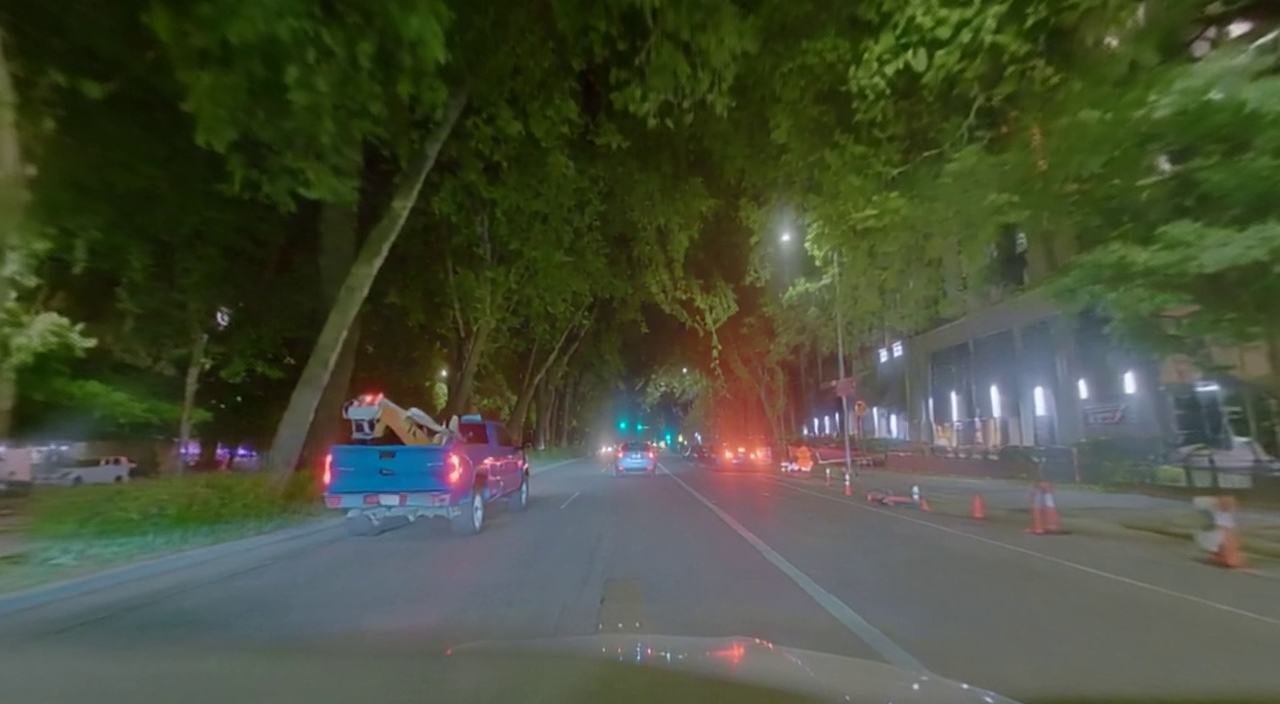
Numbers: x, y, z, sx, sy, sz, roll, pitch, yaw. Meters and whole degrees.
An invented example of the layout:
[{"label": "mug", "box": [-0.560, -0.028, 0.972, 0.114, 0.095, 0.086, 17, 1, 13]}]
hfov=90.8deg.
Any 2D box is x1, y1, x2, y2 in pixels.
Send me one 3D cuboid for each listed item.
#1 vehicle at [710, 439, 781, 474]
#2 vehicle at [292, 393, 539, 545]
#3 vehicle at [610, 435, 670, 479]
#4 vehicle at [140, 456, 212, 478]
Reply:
[{"label": "vehicle", "box": [5.150, 5.151, 31.403, 2.082, 1.601, 4.451, 1, -9, -10]}, {"label": "vehicle", "box": [-3.537, 2.025, 11.572, 2.424, 2.063, 5.678, 0, -8, 0]}, {"label": "vehicle", "box": [-0.065, 4.563, 27.756, 2.413, 1.748, 4.406, 0, -8, -1]}, {"label": "vehicle", "box": [-34.888, 8.678, 47.698, 1.876, 1.470, 4.711, 0, -8, 0]}]
